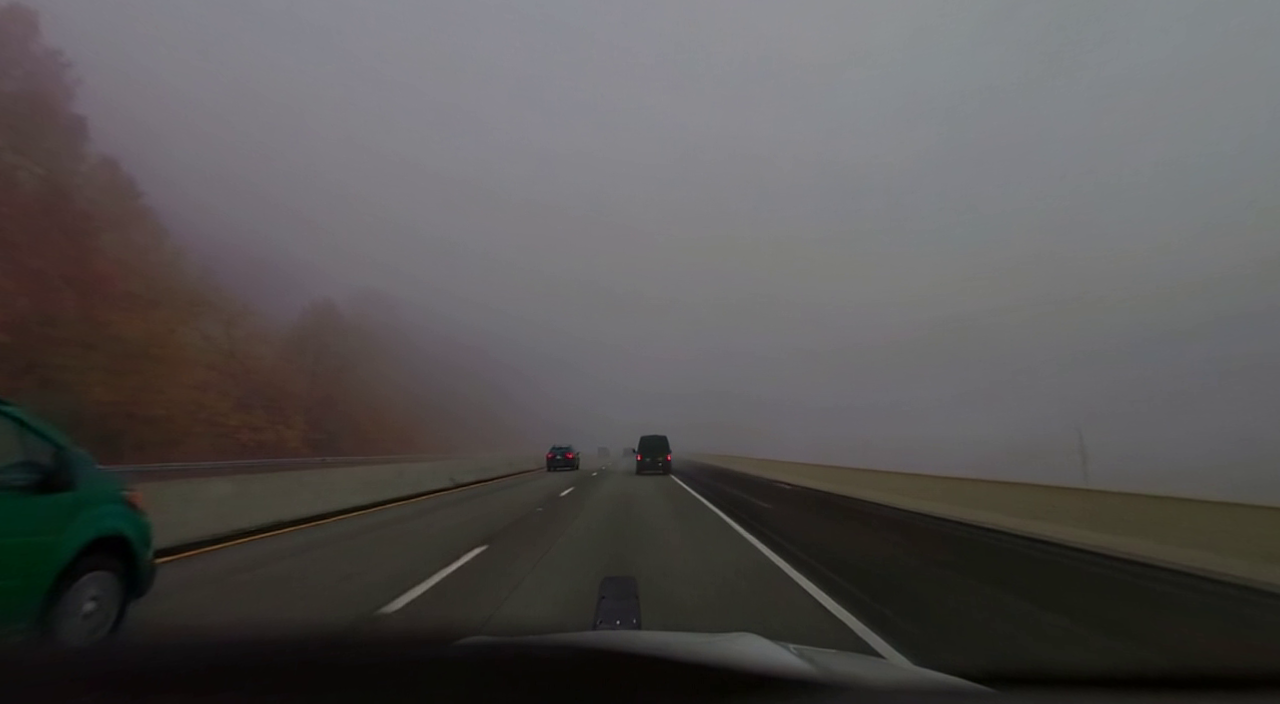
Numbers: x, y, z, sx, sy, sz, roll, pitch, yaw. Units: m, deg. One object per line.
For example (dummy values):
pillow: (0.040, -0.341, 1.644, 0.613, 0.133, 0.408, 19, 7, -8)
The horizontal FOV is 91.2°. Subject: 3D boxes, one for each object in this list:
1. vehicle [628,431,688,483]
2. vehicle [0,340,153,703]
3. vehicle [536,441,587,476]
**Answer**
vehicle: (0.609, 4.262, 25.587, 2.179, 1.930, 4.538, 0, -9, -2)
vehicle: (-4.095, 0.673, 1.918, 2.021, 1.790, 3.907, 0, -9, -1)
vehicle: (-3.992, 5.504, 32.601, 2.088, 1.688, 4.365, 0, -9, 0)
